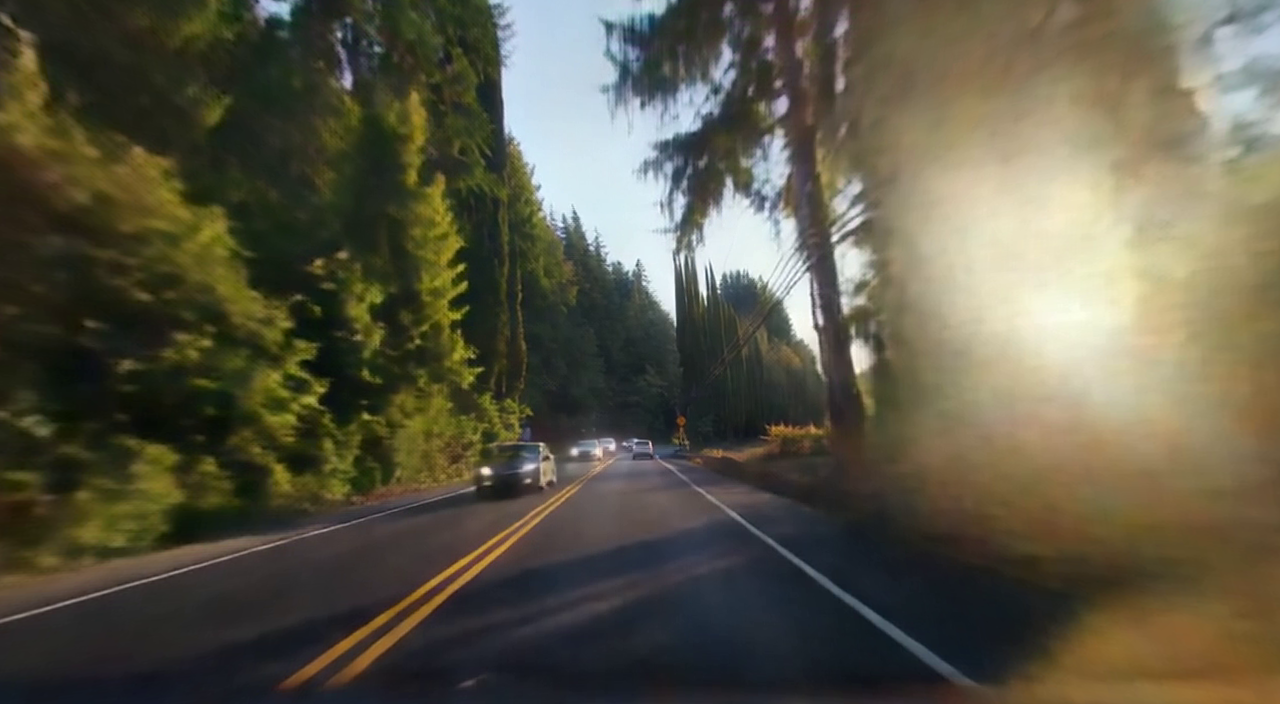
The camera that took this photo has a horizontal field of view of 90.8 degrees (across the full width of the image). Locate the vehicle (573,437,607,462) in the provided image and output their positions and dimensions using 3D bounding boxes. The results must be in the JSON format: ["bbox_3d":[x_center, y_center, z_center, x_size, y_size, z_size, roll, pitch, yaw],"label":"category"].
[{"bbox_3d":[-3.608,7.123,46.181,2.013,1.743,4.205,0,-9,2],"label":"vehicle"}]

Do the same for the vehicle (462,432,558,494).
[{"bbox_3d":[-3.927,3.444,19.902,2.155,1.727,4.142,0,-9,0],"label":"vehicle"}]
